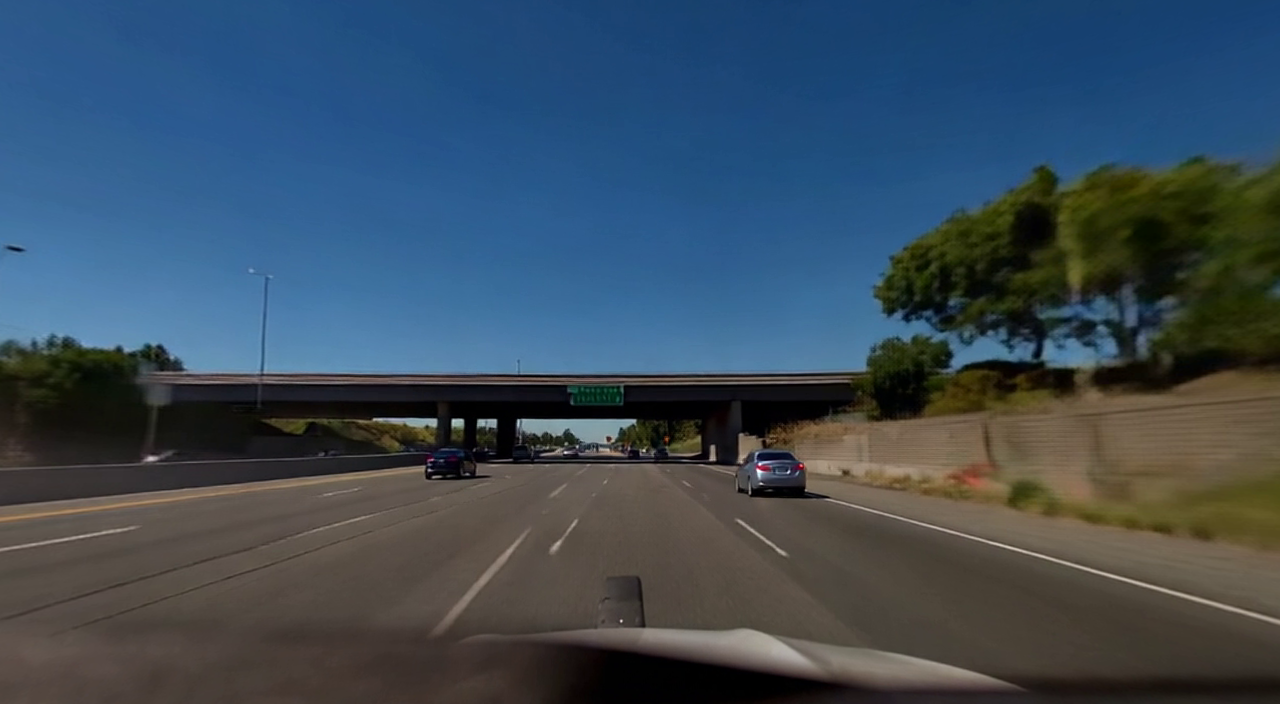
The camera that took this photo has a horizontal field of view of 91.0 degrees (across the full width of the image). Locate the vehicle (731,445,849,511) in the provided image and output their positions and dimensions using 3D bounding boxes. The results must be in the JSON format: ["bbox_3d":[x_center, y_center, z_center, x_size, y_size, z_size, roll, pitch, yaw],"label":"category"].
[{"bbox_3d":[3.860,3.314,17.073,2.079,1.535,4.316,0,-9,-1],"label":"vehicle"}]

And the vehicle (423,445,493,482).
[{"bbox_3d":[-8.417,5.178,29.585,2.072,1.545,4.687,1,-9,-3],"label":"vehicle"}]
